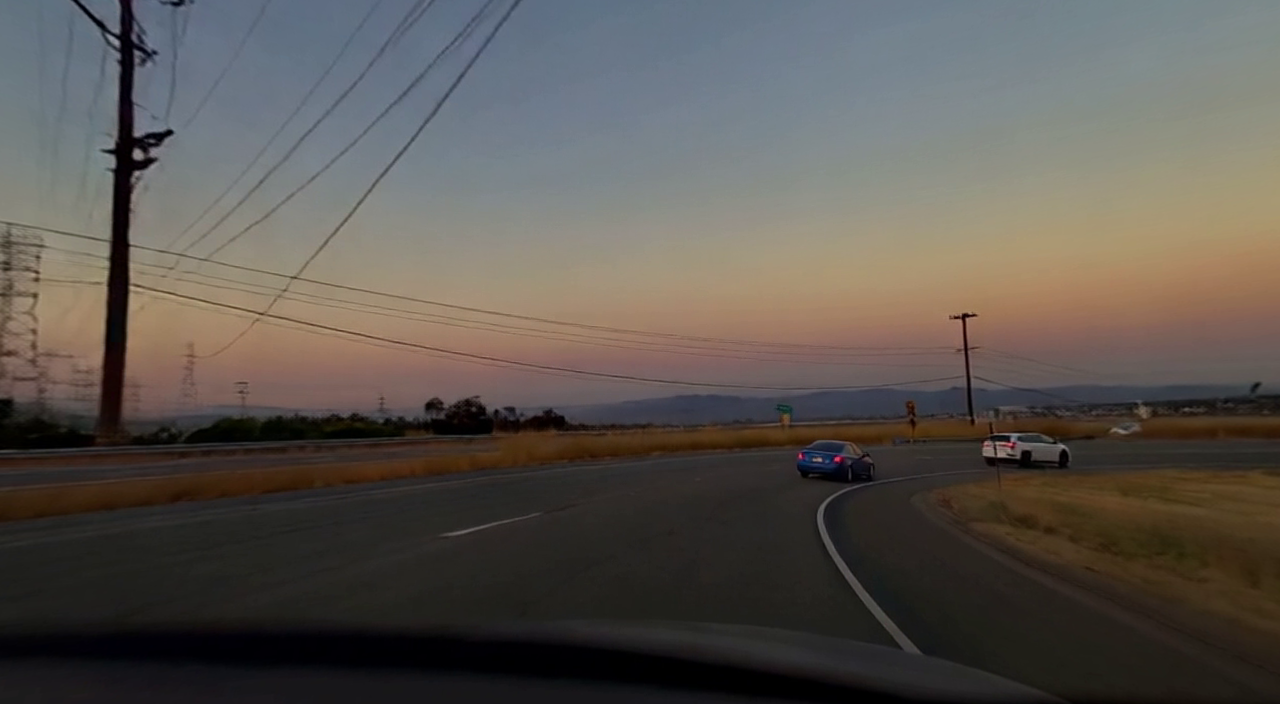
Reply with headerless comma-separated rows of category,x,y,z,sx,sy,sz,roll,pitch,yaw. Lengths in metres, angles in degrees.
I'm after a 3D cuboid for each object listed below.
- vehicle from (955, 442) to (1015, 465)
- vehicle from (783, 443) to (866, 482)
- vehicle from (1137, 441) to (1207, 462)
vehicle,23.033,6.751,42.050,4.307,1.465,1.836,6,-11,-37
vehicle,7.572,4.408,25.598,2.026,1.407,4.374,-6,-10,32
vehicle,41.362,7.700,49.022,4.102,1.552,1.931,2,-9,-13
